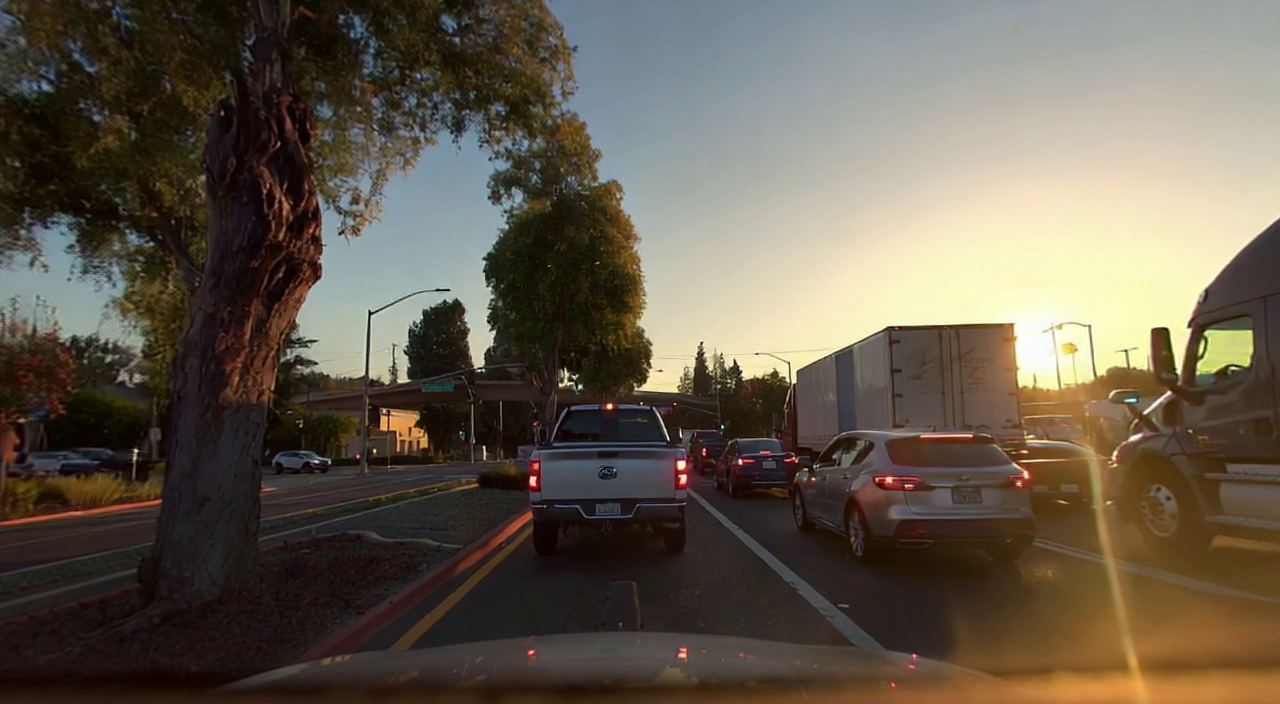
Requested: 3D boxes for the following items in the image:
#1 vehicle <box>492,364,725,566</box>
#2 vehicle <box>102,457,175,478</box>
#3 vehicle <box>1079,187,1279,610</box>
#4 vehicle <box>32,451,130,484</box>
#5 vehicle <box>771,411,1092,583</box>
[{"bbox_3d":[-0.360,1.598,9.464,2.499,2.183,5.111,0,-9,0],"label":"vehicle"},{"bbox_3d":[-38.188,8.793,48.126,4.150,1.474,1.826,-1,-9,6],"label":"vehicle"},{"bbox_3d":[6.517,0.114,3.378,2.802,3.322,7.429,0,-9,-1],"label":"vehicle"},{"bbox_3d":[-28.553,5.894,32.442,1.730,1.534,3.922,1,-9,-8],"label":"vehicle"},{"bbox_3d":[3.230,1.729,8.431,1.905,1.587,4.998,0,-9,0],"label":"vehicle"}]
